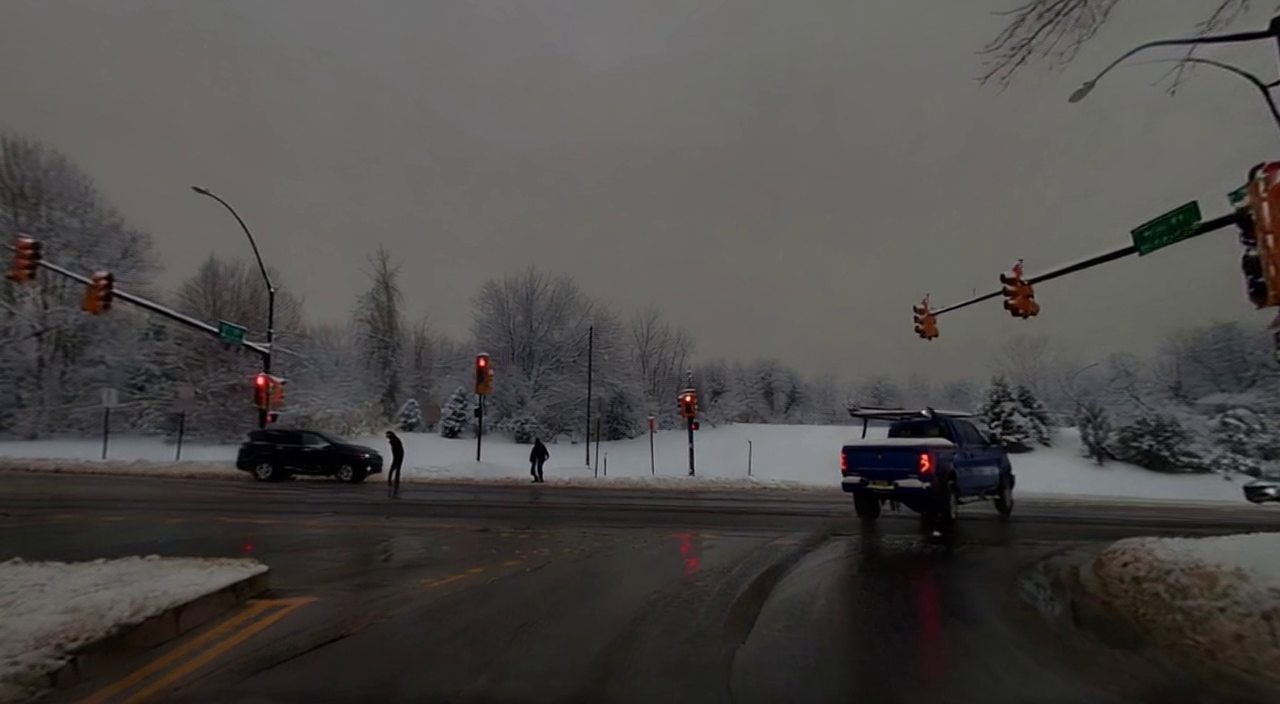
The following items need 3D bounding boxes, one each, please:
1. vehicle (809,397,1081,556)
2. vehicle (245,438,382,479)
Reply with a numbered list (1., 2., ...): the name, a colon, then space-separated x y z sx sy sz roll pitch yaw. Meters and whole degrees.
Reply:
1. vehicle: 6.359 2.357 12.755 5.978 2.400 2.851 8 -12 -43
2. vehicle: -13.554 4.424 26.474 1.964 1.525 4.750 -4 -10 28
